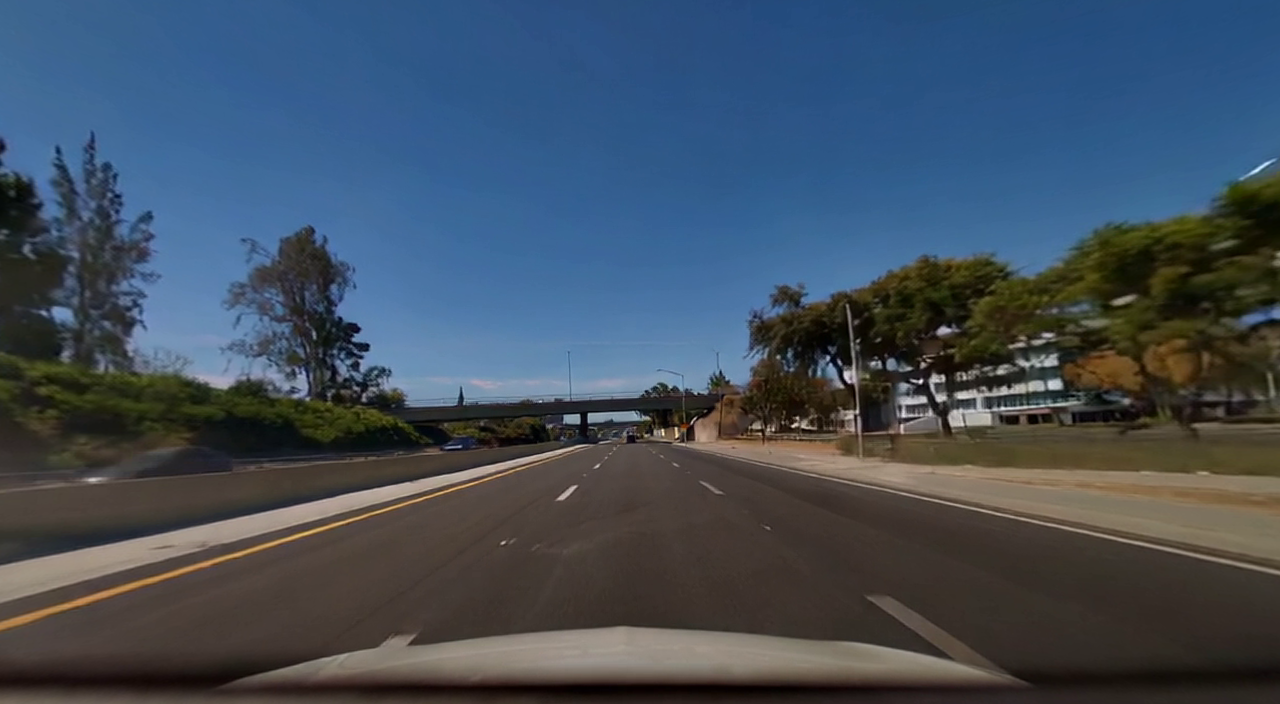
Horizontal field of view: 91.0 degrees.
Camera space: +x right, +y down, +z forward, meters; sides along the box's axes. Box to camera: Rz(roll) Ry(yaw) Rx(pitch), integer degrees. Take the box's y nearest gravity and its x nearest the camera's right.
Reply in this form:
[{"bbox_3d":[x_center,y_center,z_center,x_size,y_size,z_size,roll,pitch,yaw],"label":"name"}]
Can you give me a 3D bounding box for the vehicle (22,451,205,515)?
[{"bbox_3d":[-14.949,3.689,18.212,1.929,1.462,3.936,-3,-8,-1],"label":"vehicle"}]
